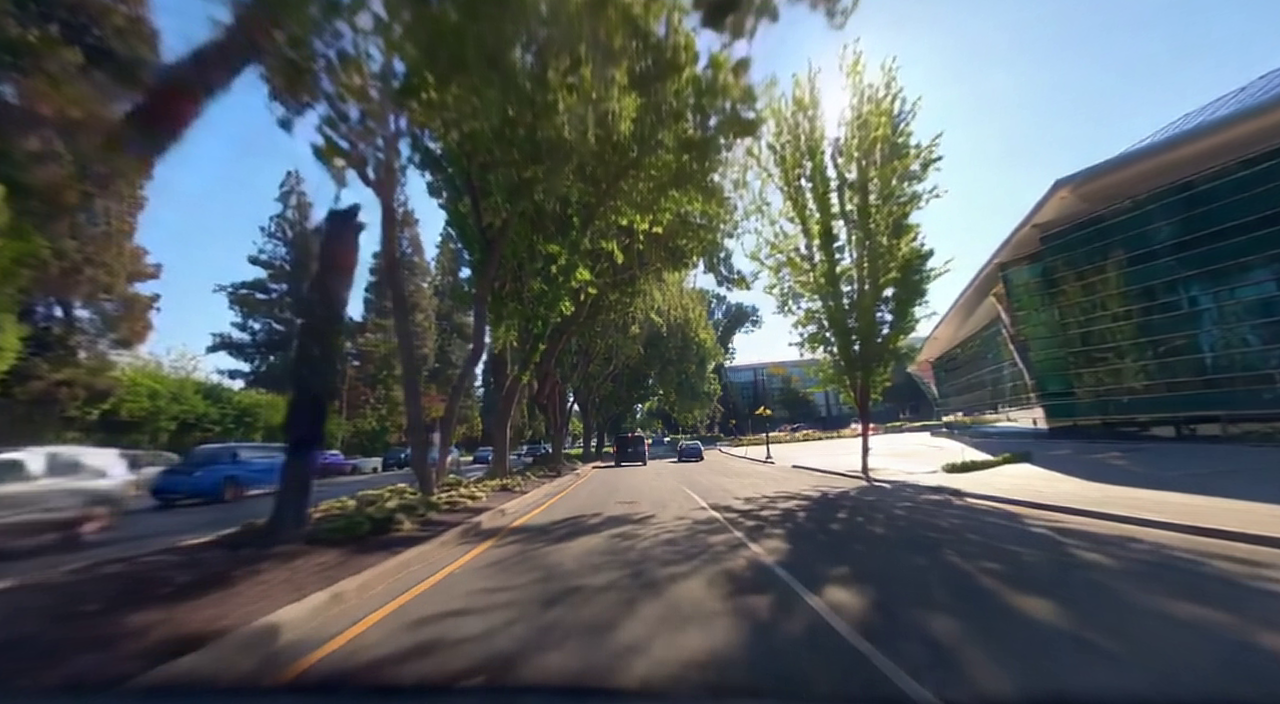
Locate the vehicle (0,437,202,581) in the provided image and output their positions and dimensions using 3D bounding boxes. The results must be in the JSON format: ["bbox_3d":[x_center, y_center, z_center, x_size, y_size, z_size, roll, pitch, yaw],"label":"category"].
[{"bbox_3d":[-7.634,1.748,7.330,1.964,1.478,4.368,0,-9,0],"label":"vehicle"}]

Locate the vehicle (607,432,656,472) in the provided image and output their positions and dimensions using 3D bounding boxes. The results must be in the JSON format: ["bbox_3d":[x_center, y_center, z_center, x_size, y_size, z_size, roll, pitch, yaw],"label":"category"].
[{"bbox_3d":[-0.450,5.334,33.879,2.411,1.937,5.186,0,-9,-1],"label":"vehicle"}]

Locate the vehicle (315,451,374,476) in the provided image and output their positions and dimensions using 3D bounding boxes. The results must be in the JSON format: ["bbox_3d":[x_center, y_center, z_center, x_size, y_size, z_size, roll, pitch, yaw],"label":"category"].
[{"bbox_3d":[-18.502,6.981,39.776,1.796,1.499,4.068,0,-9,-1],"label":"vehicle"}]

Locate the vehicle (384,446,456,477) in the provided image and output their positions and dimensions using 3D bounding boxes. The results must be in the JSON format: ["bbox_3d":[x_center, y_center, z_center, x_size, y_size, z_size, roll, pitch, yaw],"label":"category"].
[{"bbox_3d":[-11.391,5.692,33.106,2.013,1.460,4.902,0,-9,0],"label":"vehicle"}]

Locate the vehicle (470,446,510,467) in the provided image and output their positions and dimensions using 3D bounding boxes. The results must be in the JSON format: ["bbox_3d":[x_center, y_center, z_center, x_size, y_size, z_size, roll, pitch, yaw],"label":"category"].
[{"bbox_3d":[-10.732,7.495,45.475,1.950,1.438,4.343,0,-9,-2],"label":"vehicle"}]

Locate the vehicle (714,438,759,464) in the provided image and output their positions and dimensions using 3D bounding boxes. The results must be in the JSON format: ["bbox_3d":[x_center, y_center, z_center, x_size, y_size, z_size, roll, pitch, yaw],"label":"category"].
[{"bbox_3d":[6.926,7.200,45.933,2.364,1.781,4.854,0,-9,-1],"label":"vehicle"}]
